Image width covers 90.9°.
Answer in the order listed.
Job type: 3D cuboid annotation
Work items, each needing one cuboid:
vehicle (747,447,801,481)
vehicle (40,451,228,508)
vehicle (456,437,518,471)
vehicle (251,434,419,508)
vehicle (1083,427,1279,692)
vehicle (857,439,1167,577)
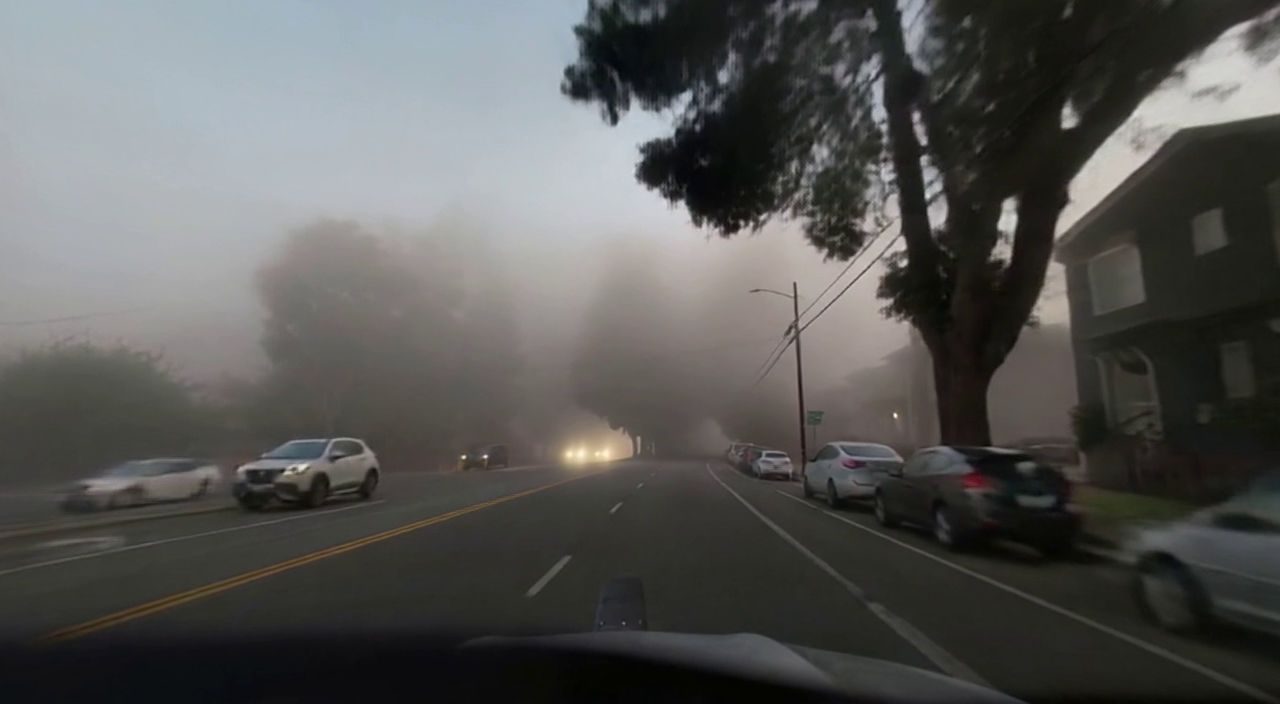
[{"bbox_3d":[6.096,5.105,29.186,1.833,1.399,4.727,-1,-8,4],"label":"vehicle"},{"bbox_3d":[-15.368,3.847,19.556,1.909,1.483,4.498,-1,-8,4],"label":"vehicle"},{"bbox_3d":[-10.511,7.026,43.814,2.469,2.157,5.373,-1,-8,5],"label":"vehicle"},{"bbox_3d":[-7.992,3.127,17.230,2.331,1.696,4.861,0,-8,-3],"label":"vehicle"},{"bbox_3d":[4.579,1.043,2.747,2.046,1.473,4.623,-1,-8,2],"label":"vehicle"},{"bbox_3d":[4.862,2.044,9.334,1.853,1.457,4.967,-1,-8,4],"label":"vehicle"}]
